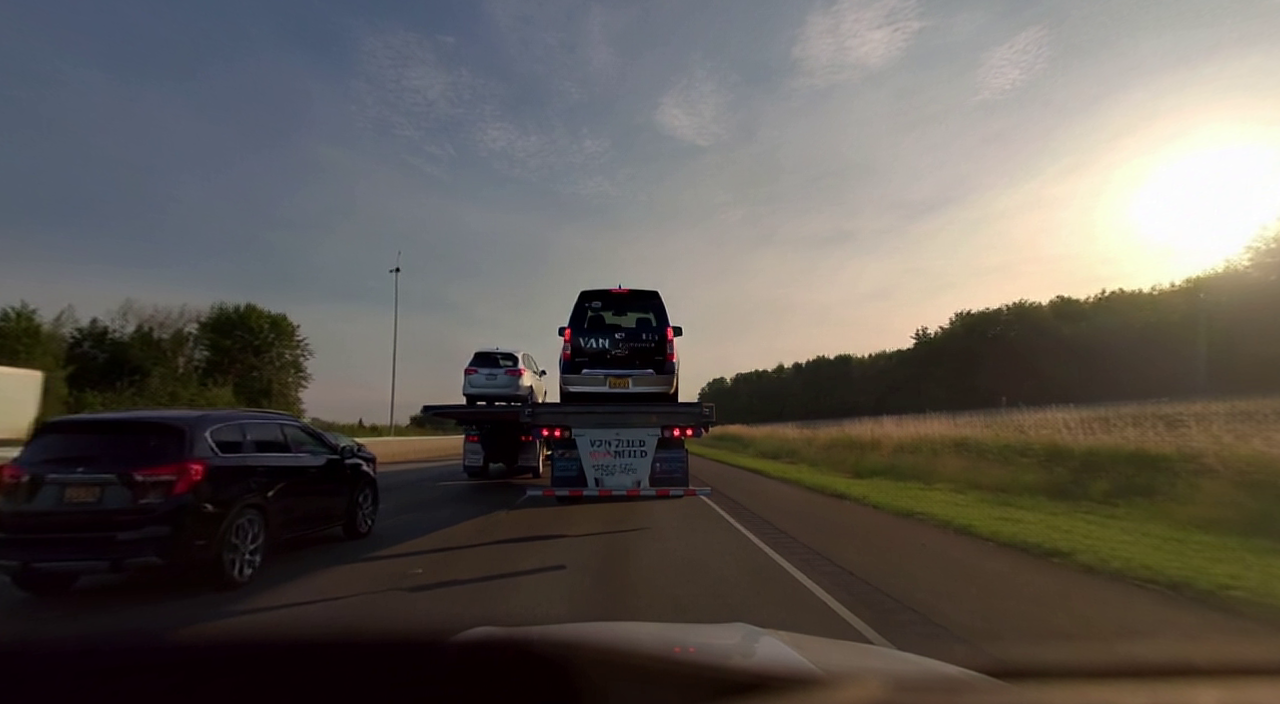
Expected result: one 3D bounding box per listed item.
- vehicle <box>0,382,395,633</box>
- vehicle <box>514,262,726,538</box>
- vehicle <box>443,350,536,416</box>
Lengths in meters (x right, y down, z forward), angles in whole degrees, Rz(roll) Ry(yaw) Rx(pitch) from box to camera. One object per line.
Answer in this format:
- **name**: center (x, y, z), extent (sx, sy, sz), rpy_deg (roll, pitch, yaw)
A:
- **vehicle**: center (-4.288, 1.323, 6.451), extent (1.914, 1.675, 4.331), rpy_deg (0, -7, -2)
- **vehicle**: center (-0.395, 1.184, 12.929), extent (2.738, 3.628, 9.223), rpy_deg (0, -7, -2)
- **vehicle**: center (-4.815, 1.138, 20.871), extent (2.118, 1.799, 4.591), rpy_deg (0, -7, -3)
